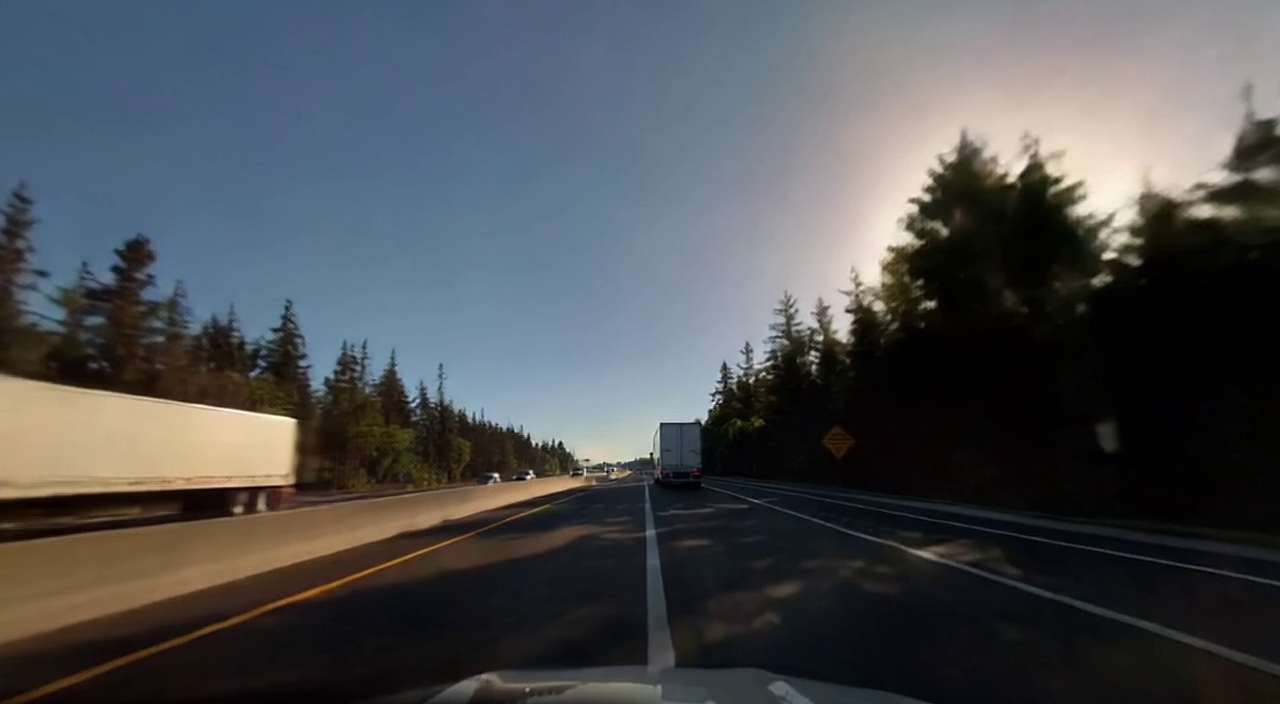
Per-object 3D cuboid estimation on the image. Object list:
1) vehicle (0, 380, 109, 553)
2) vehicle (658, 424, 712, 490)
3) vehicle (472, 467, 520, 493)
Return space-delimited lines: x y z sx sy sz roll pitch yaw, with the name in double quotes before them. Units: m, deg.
"vehicle" -13.646 1.915 10.657 2.739 3.258 7.223 0 -10 1
"vehicle" 3.071 7.868 46.709 3.204 4.102 13.306 0 -10 1
"vehicle" -8.779 7.835 38.808 1.844 1.456 4.062 0 -10 2
